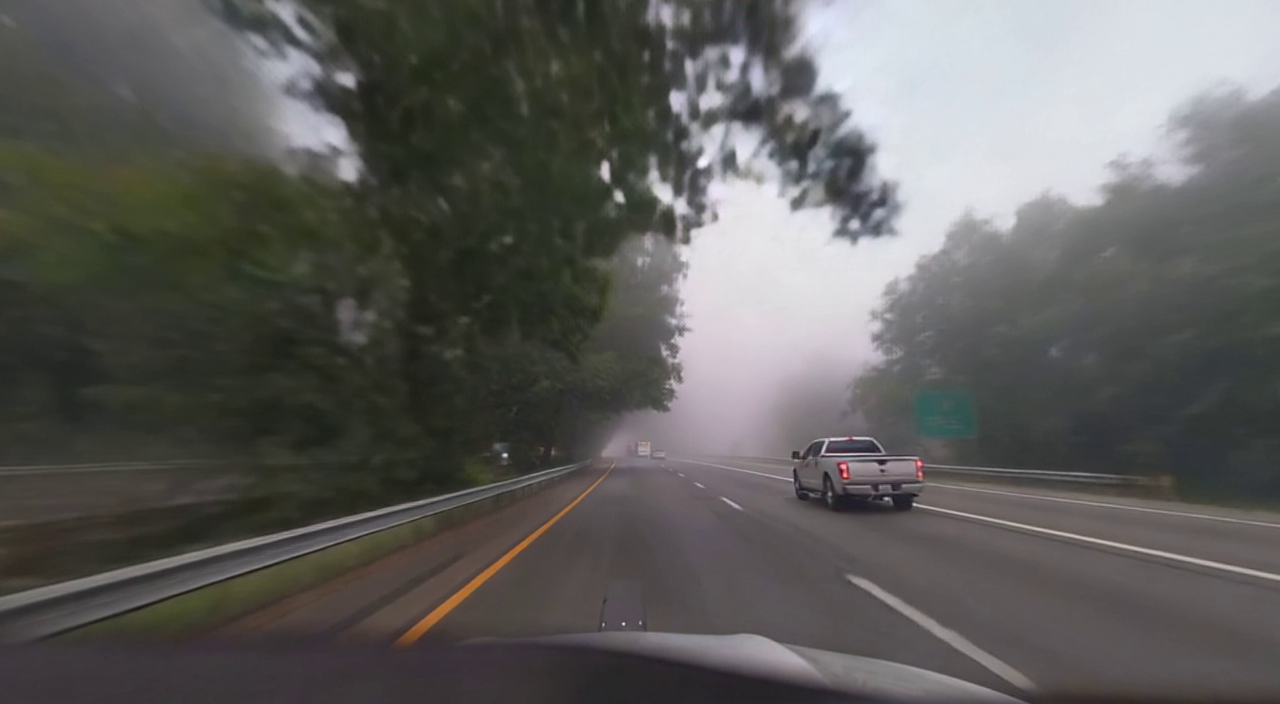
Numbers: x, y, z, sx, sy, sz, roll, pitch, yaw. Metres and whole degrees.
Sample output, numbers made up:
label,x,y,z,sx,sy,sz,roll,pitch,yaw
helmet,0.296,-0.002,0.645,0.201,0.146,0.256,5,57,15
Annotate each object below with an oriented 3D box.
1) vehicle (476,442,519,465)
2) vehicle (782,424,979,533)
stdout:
label,x,y,z,sx,sy,sz,roll,pitch,yaw
vehicle,-9.439,6.759,42.058,1.852,1.394,4.228,0,-9,0
vehicle,4.243,2.309,12.051,1.933,1.663,4.440,0,-9,-1
